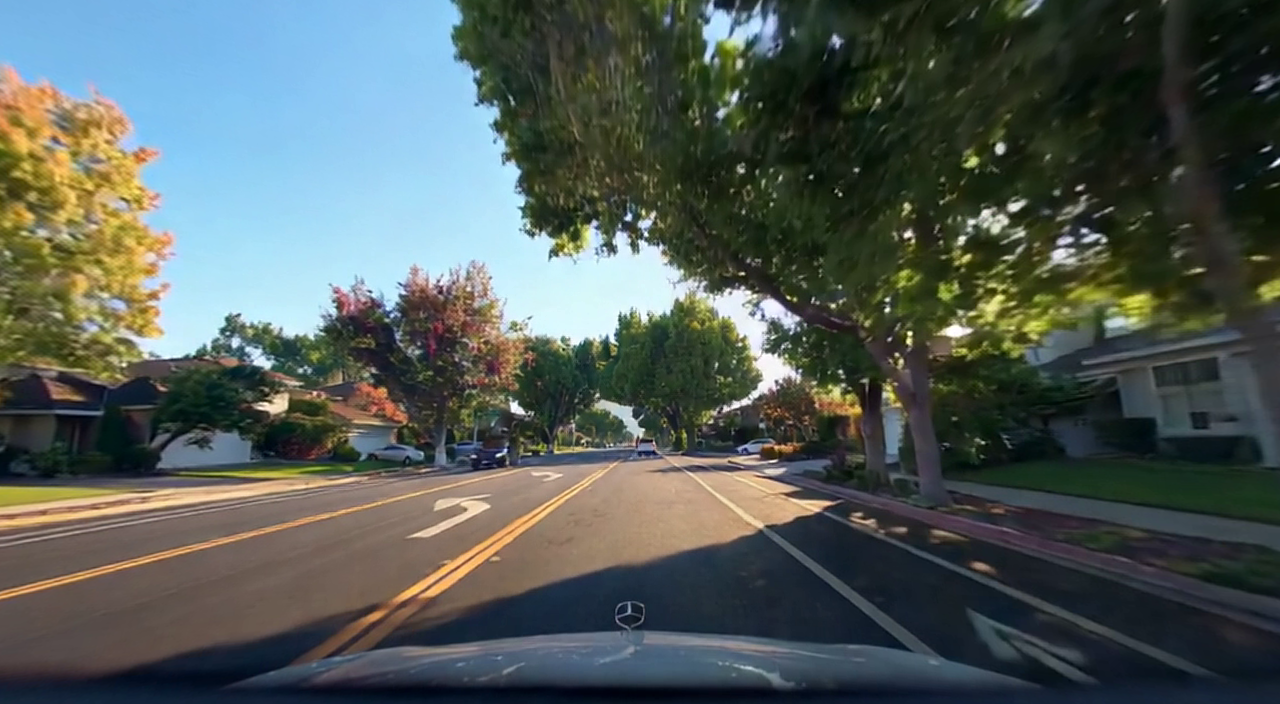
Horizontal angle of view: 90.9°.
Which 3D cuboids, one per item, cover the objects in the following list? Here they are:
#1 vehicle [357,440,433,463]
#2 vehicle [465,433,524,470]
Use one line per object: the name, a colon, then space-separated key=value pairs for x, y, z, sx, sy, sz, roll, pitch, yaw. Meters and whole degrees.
vehicle: x=-17.933 y=7.294 z=46.345 sx=4.717 sy=1.605 sz=2.074 roll=1 pitch=-8 yaw=-4
vehicle: x=-7.403 y=5.115 z=32.559 sx=1.977 sy=1.753 sz=4.128 roll=0 pitch=-8 yaw=1
